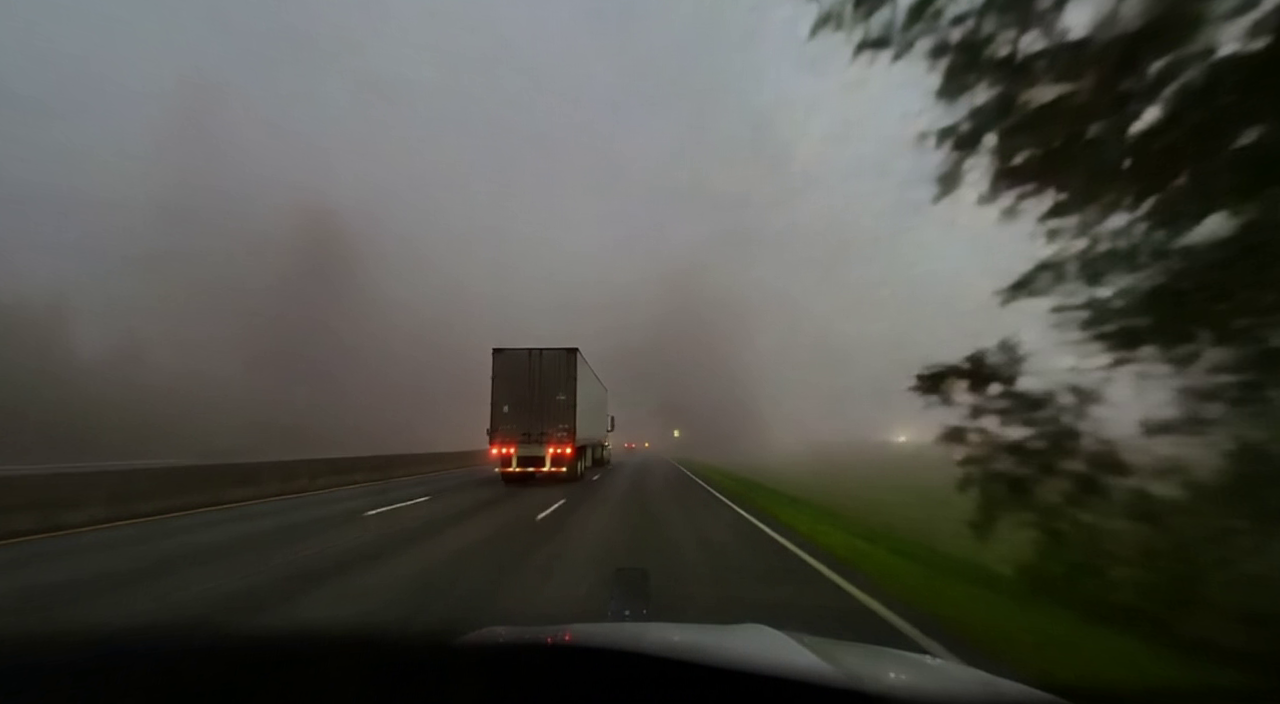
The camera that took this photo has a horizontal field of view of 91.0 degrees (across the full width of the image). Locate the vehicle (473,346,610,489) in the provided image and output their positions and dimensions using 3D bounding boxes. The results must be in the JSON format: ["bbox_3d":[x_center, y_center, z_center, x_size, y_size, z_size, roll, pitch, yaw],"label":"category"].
[{"bbox_3d":[-3.097,2.857,24.882,2.947,4.051,14.256,0,-8,1],"label":"vehicle"}]
